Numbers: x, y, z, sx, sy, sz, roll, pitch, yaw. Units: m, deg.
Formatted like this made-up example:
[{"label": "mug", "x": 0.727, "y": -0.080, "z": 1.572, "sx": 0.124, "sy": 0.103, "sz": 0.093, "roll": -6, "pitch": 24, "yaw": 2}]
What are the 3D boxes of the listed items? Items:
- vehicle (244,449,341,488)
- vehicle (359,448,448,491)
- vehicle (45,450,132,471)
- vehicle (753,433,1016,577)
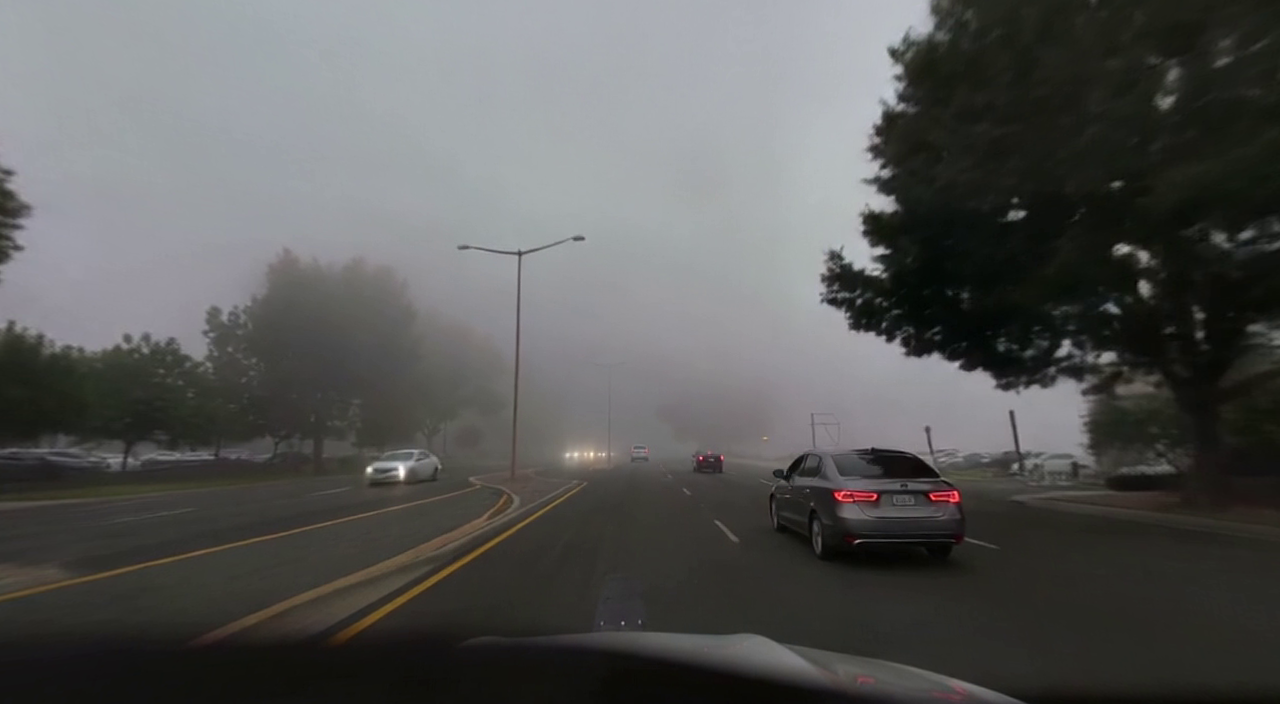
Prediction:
[{"label": "vehicle", "x": -15.874, "y": 5.327, "z": 28.975, "sx": 1.951, "sy": 1.628, "sz": 4.325, "roll": 0, "pitch": -9, "yaw": 1}, {"label": "vehicle", "x": -9.006, "y": 4.462, "z": 24.272, "sx": 1.853, "sy": 1.504, "sz": 3.791, "roll": 0, "pitch": -9, "yaw": 1}, {"label": "vehicle", "x": -41.488, "y": 8.166, "z": 47.304, "sx": 4.576, "sy": 1.486, "sz": 1.909, "roll": 0, "pitch": -9, "yaw": -2}, {"label": "vehicle", "x": 2.984, "y": 1.954, "z": 8.882, "sx": 1.935, "sy": 1.501, "sz": 4.384, "roll": 0, "pitch": -9, "yaw": 0}]
